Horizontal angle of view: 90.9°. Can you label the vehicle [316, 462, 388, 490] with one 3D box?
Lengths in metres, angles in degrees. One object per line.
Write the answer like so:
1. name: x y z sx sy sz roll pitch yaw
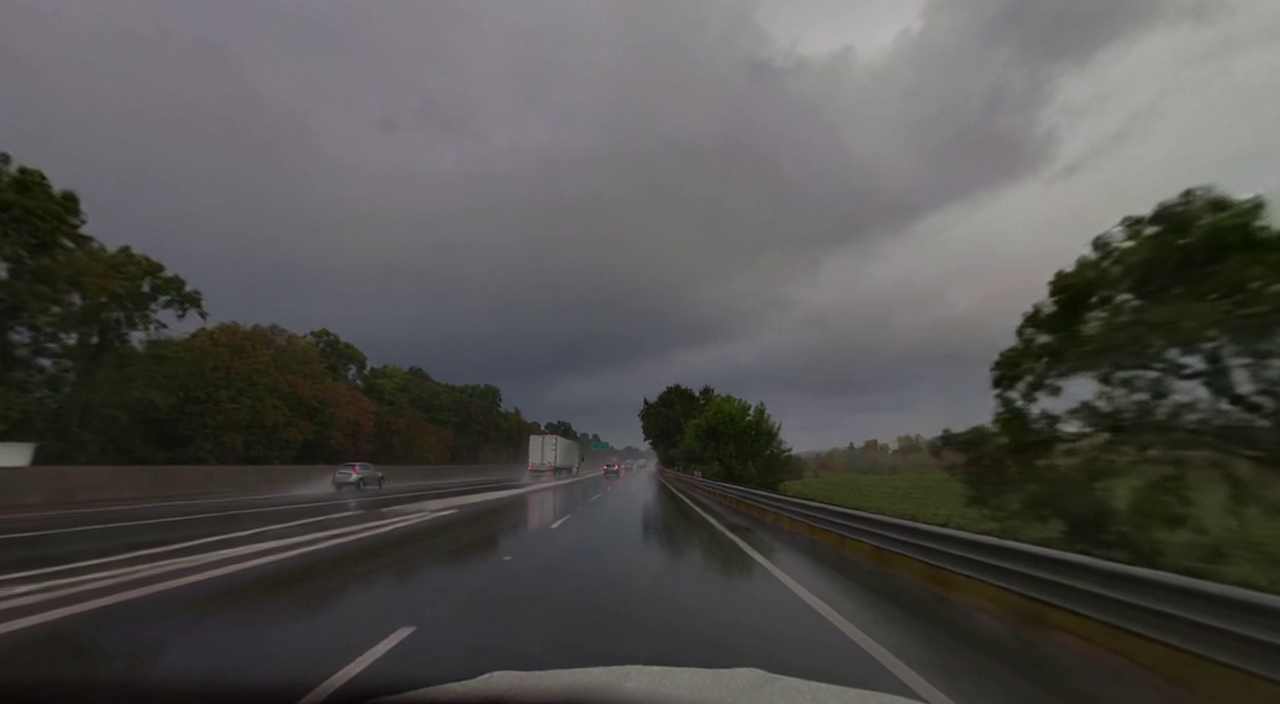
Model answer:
1. vehicle: -15.712 6.795 34.651 1.745 1.430 4.252 0 -10 3
